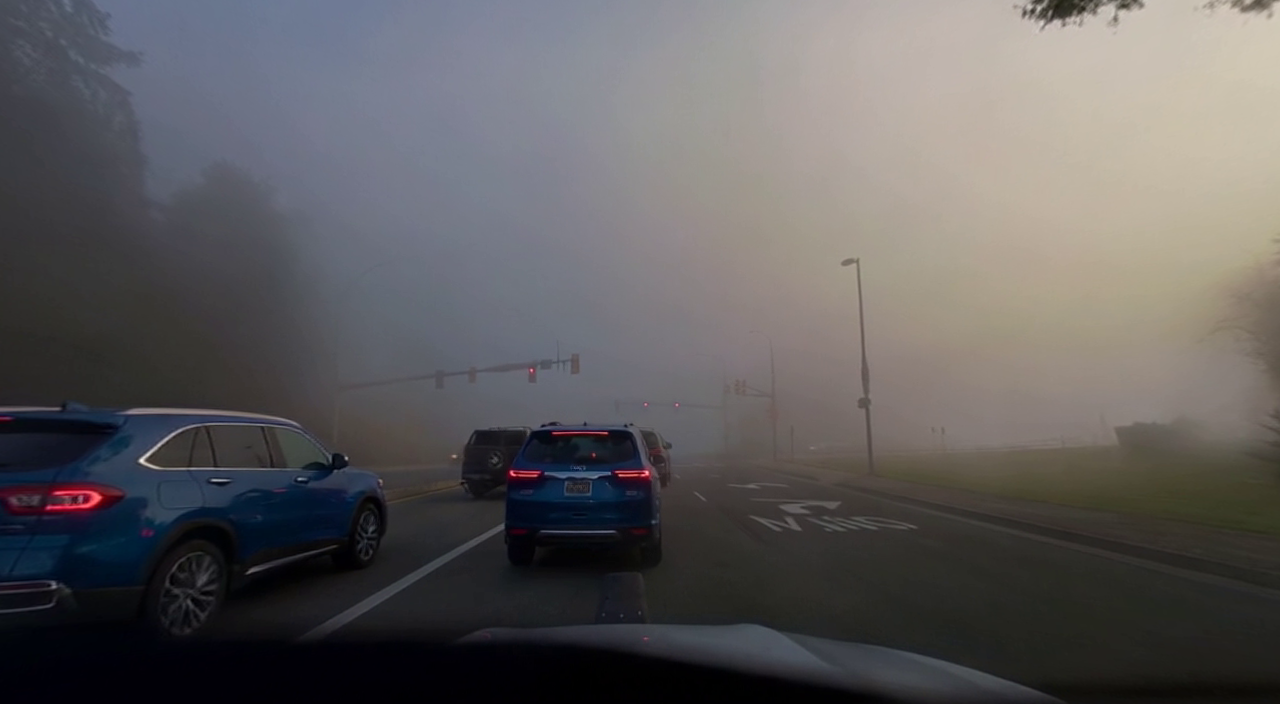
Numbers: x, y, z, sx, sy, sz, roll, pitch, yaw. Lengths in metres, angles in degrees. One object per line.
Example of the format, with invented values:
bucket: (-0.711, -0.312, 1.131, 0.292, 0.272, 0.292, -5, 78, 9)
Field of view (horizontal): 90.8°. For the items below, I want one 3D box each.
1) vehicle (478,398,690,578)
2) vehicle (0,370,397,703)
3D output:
vehicle: (-0.502, 1.740, 8.953, 2.131, 1.793, 5.016, 0, -8, 2)
vehicle: (-4.016, 1.250, 5.375, 2.009, 1.673, 4.454, 0, -8, 1)
